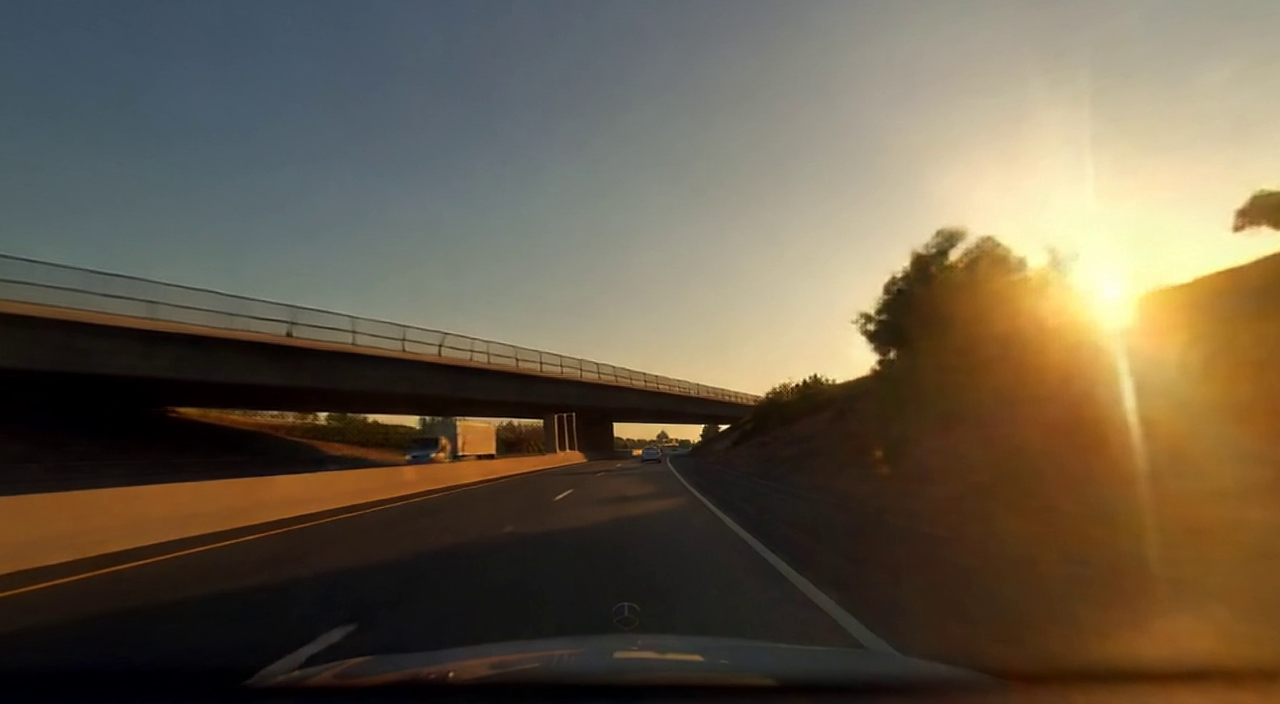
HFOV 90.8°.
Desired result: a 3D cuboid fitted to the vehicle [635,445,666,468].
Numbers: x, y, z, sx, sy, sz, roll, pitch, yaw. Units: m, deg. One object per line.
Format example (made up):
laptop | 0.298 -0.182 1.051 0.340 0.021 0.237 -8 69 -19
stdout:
vehicle | 0.797 7.864 47.566 2.221 1.603 4.149 0 -9 1
